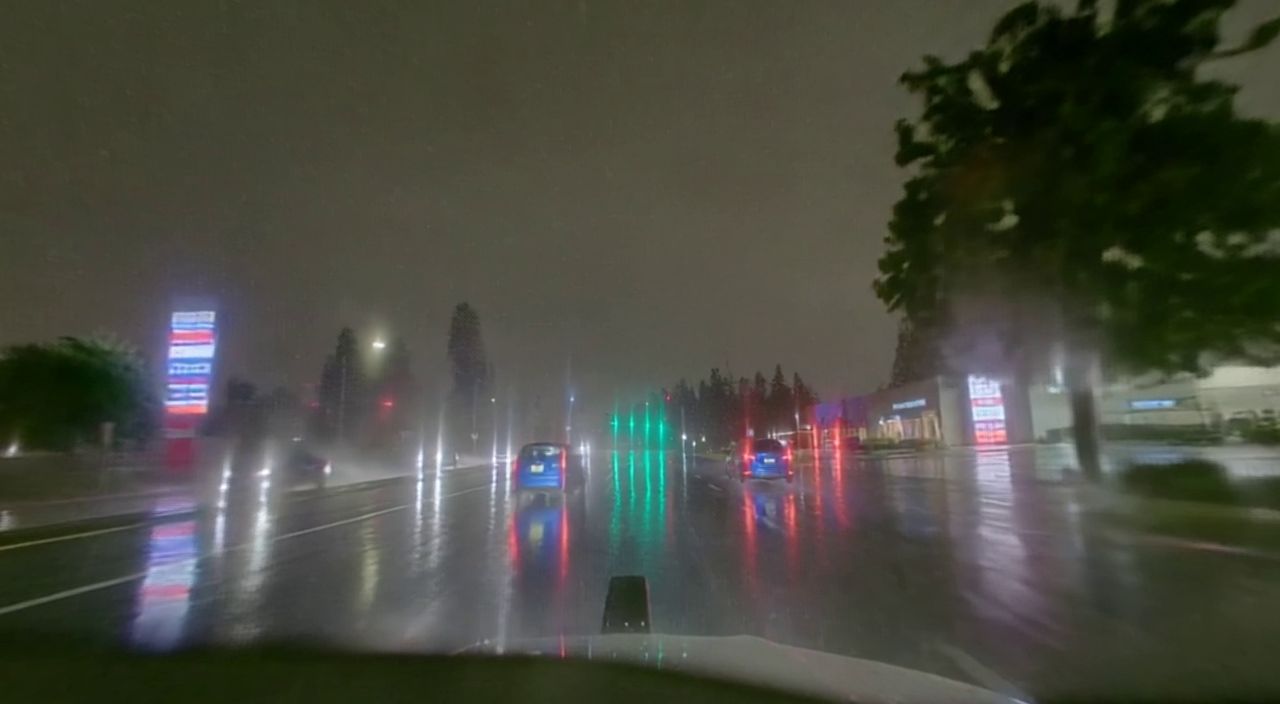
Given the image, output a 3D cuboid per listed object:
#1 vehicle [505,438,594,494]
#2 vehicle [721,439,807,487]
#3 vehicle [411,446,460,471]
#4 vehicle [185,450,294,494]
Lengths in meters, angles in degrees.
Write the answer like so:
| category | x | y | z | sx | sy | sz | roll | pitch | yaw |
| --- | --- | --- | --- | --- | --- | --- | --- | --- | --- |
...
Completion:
| category | x | y | z | sx | sy | sz | roll | pitch | yaw |
| --- | --- | --- | --- | --- | --- | --- | --- | --- | --- |
| vehicle | -2.658 | 3.461 | 19.528 | 2.001 | 1.504 | 4.212 | -1 | -8 | 2 |
| vehicle | 4.126 | 3.771 | 21.740 | 1.977 | 1.474 | 4.399 | 0 | -8 | -1 |
| vehicle | -15.090 | 7.867 | 46.743 | 2.052 | 1.729 | 4.598 | 0 | -8 | 0 |
| vehicle | -15.910 | 4.761 | 25.303 | 1.778 | 1.549 | 3.914 | 0 | -8 | 1 |
